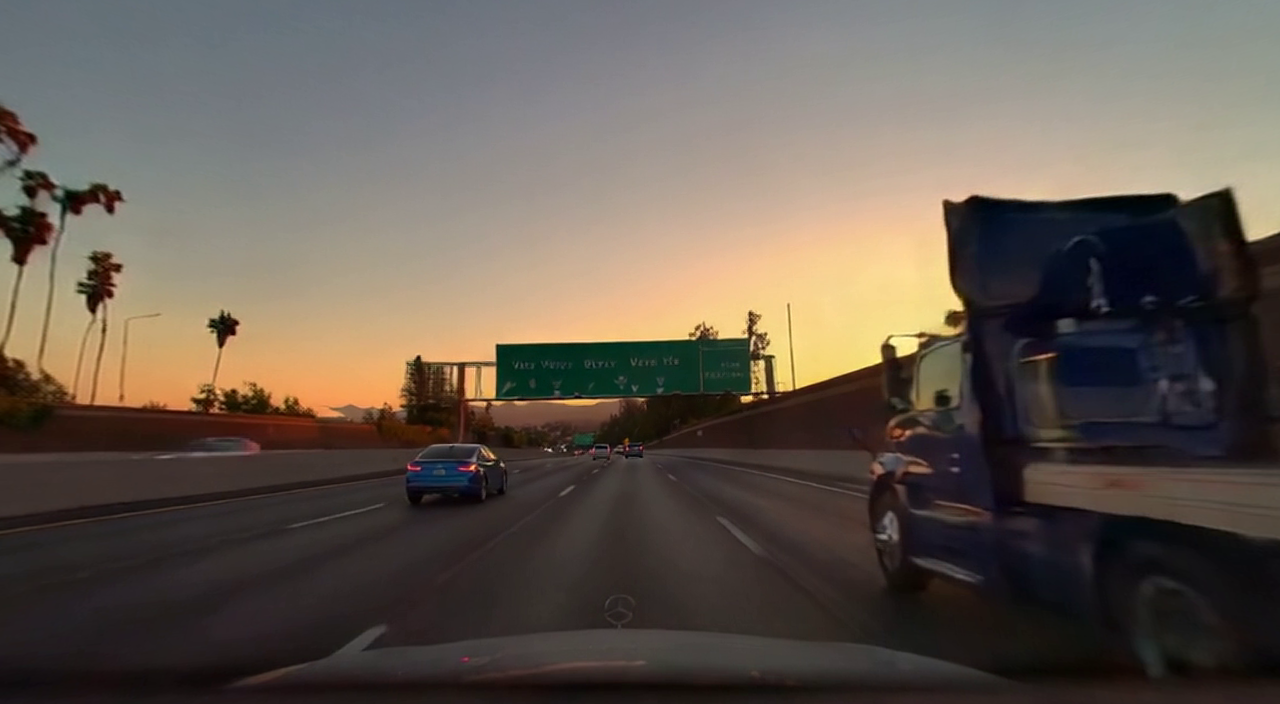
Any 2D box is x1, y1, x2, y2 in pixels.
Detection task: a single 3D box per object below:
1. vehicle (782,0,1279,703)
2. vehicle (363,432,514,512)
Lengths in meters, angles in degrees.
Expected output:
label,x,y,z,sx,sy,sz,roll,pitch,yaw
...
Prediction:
label,x,y,z,sx,sy,sz,roll,pitch,yaw
vehicle,3.531,0.437,5.497,3.073,3.886,5.856,0,-8,-1
vehicle,-4.371,2.661,14.444,2.120,1.537,4.139,0,-8,-1
